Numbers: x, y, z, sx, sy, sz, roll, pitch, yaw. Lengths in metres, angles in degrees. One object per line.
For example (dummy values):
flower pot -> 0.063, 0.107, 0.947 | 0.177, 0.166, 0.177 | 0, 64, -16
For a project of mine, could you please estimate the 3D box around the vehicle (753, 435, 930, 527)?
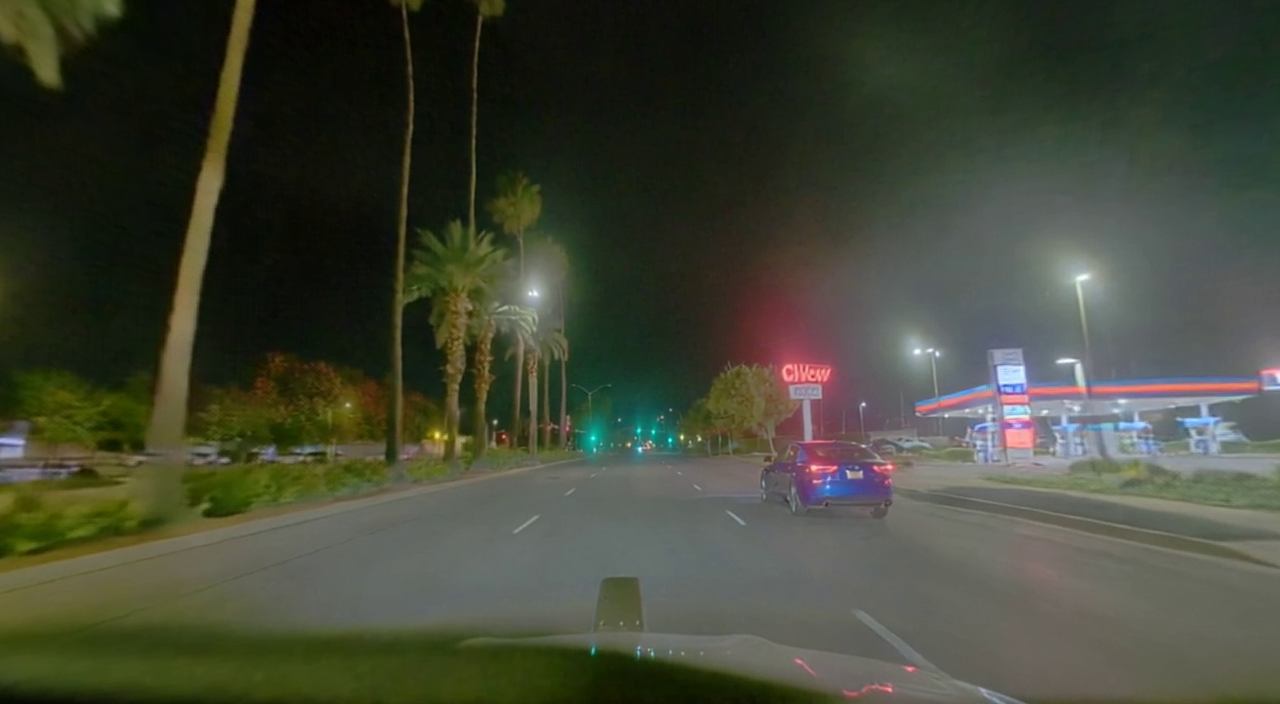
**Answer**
vehicle -> 3.587, 2.379, 12.234 | 1.978, 1.442, 4.262 | 0, -8, -1
